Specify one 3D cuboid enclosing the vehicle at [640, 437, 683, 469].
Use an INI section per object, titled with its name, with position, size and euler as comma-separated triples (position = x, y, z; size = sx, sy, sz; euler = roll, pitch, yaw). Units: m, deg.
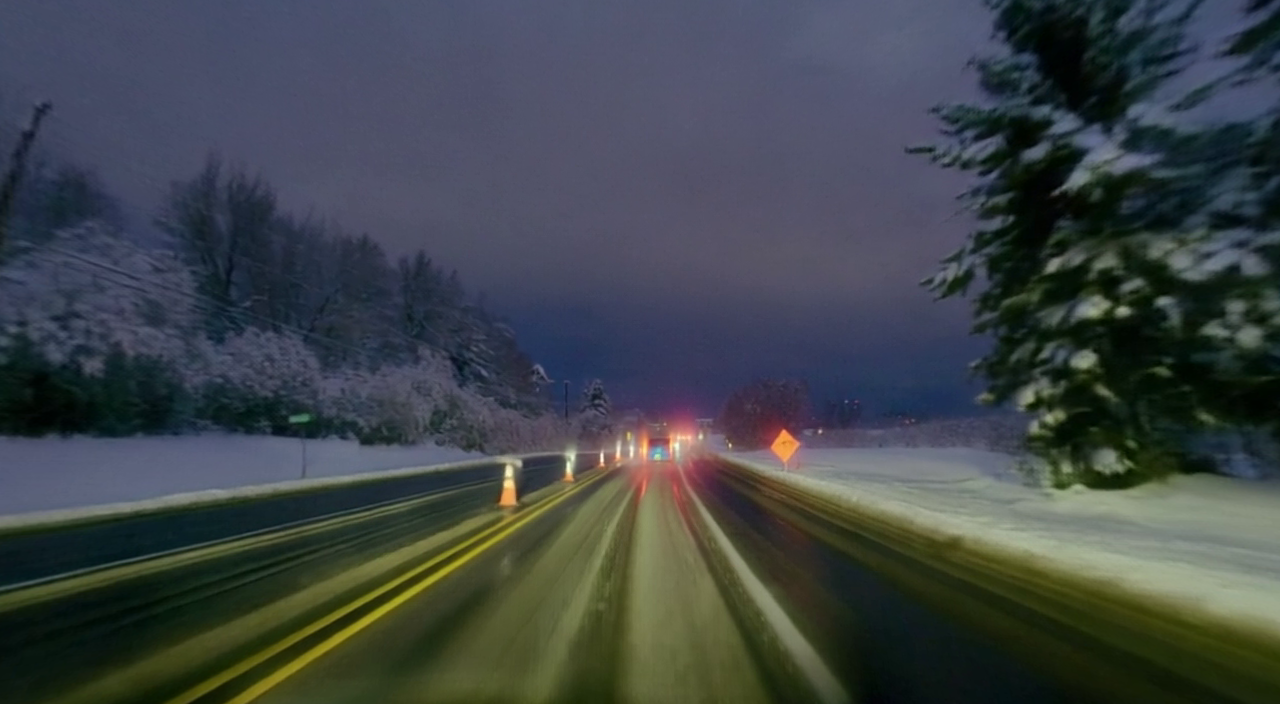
[vehicle]
position = 1.100, 5.046, 31.563
size = 2.042, 1.489, 3.963
euler = 0, -8, 3
